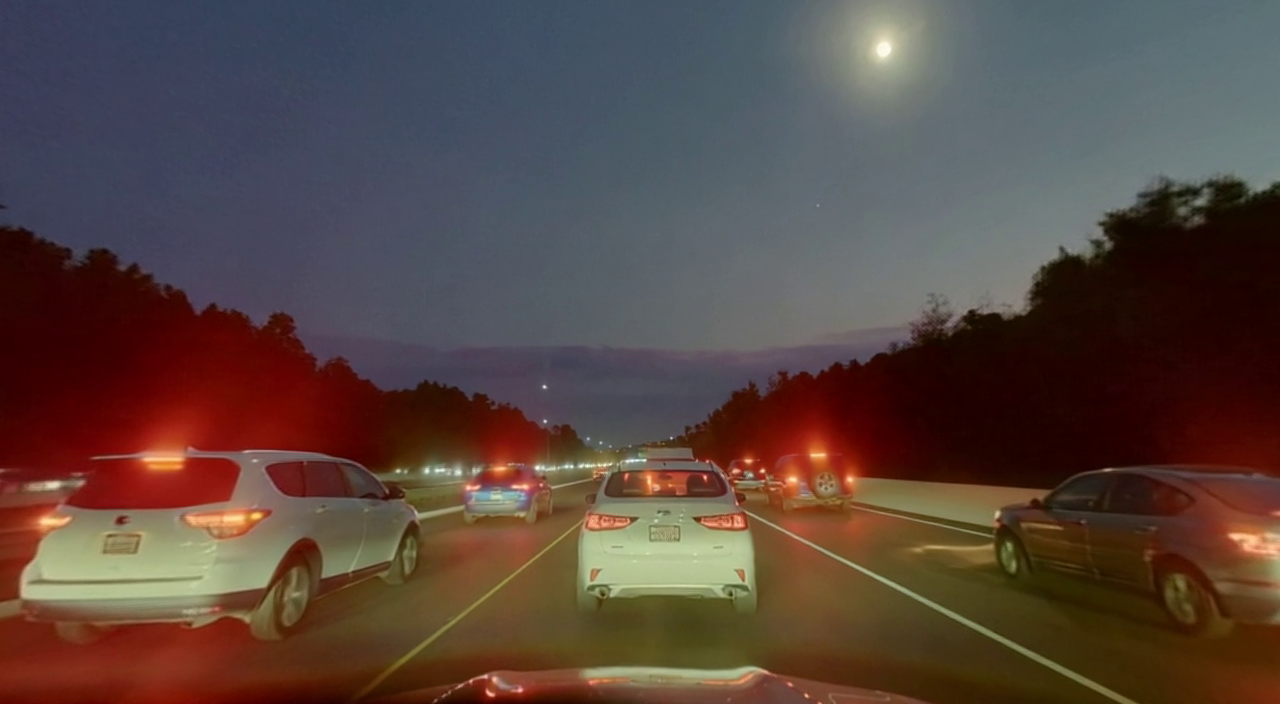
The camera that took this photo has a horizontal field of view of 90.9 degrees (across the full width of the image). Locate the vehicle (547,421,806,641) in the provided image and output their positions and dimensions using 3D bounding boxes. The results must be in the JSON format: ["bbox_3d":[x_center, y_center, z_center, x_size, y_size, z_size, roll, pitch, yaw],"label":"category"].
[{"bbox_3d":[0.306,1.818,7.201,2.057,1.725,4.126,1,-11,0],"label":"vehicle"}]

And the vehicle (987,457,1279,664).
[{"bbox_3d":[5.500,1.772,5.993,1.919,1.437,4.436,1,-11,1],"label":"vehicle"}]

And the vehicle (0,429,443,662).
[{"bbox_3d":[-3.798,1.723,6.540,1.994,1.556,4.263,0,-11,1],"label":"vehicle"}]

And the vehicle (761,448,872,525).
[{"bbox_3d":[4.877,3.802,18.111,1.984,1.876,4.287,0,-11,1],"label":"vehicle"}]

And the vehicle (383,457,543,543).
[{"bbox_3d":[-3.558,3.098,13.713,1.960,1.502,4.593,0,-11,2],"label":"vehicle"}]
